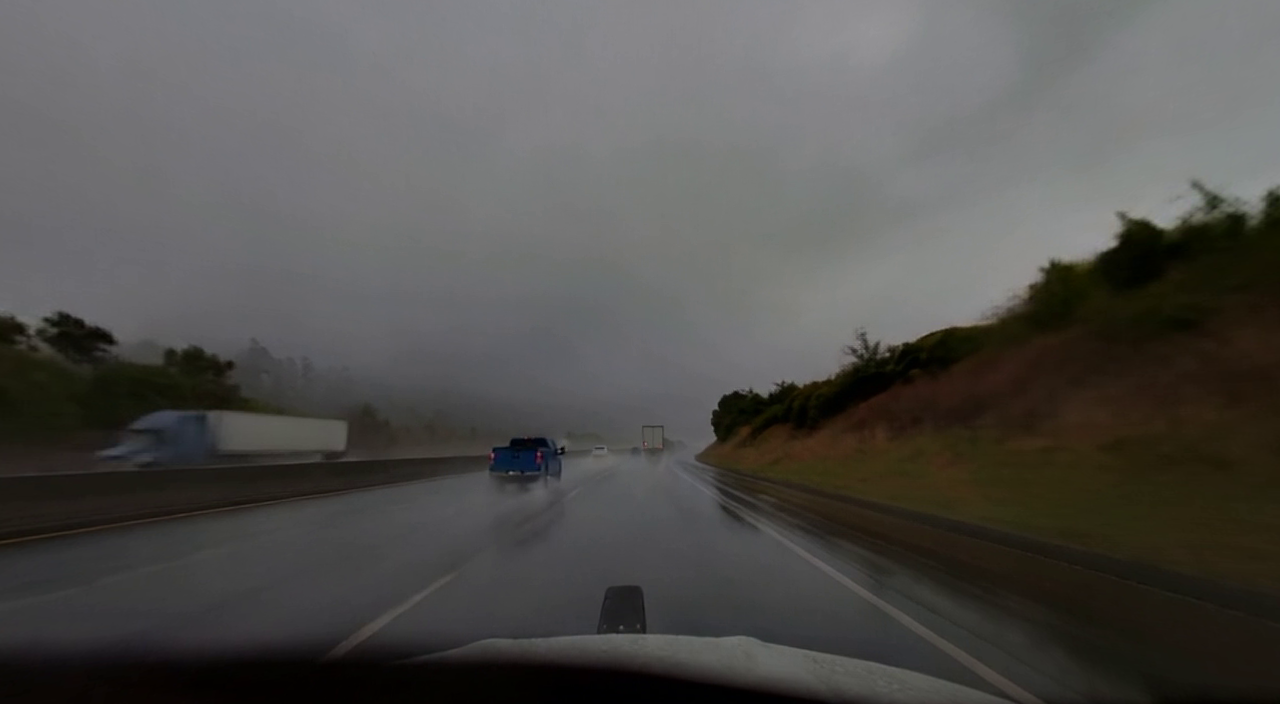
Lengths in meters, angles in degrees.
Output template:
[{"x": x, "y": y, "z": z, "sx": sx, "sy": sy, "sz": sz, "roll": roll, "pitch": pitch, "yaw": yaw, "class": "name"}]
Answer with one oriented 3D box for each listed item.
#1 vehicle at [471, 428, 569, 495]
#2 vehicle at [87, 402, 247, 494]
[{"x": -3.851, "y": 3.640, "z": 21.311, "sx": 2.216, "sy": 1.949, "sz": 5.237, "roll": 0, "pitch": -9, "yaw": 1, "class": "vehicle"}, {"x": -22.697, "y": 4.688, "z": 30.816, "sx": 2.955, "sy": 3.979, "sz": 5.943, "roll": 0, "pitch": -9, "yaw": 1, "class": "vehicle"}]
